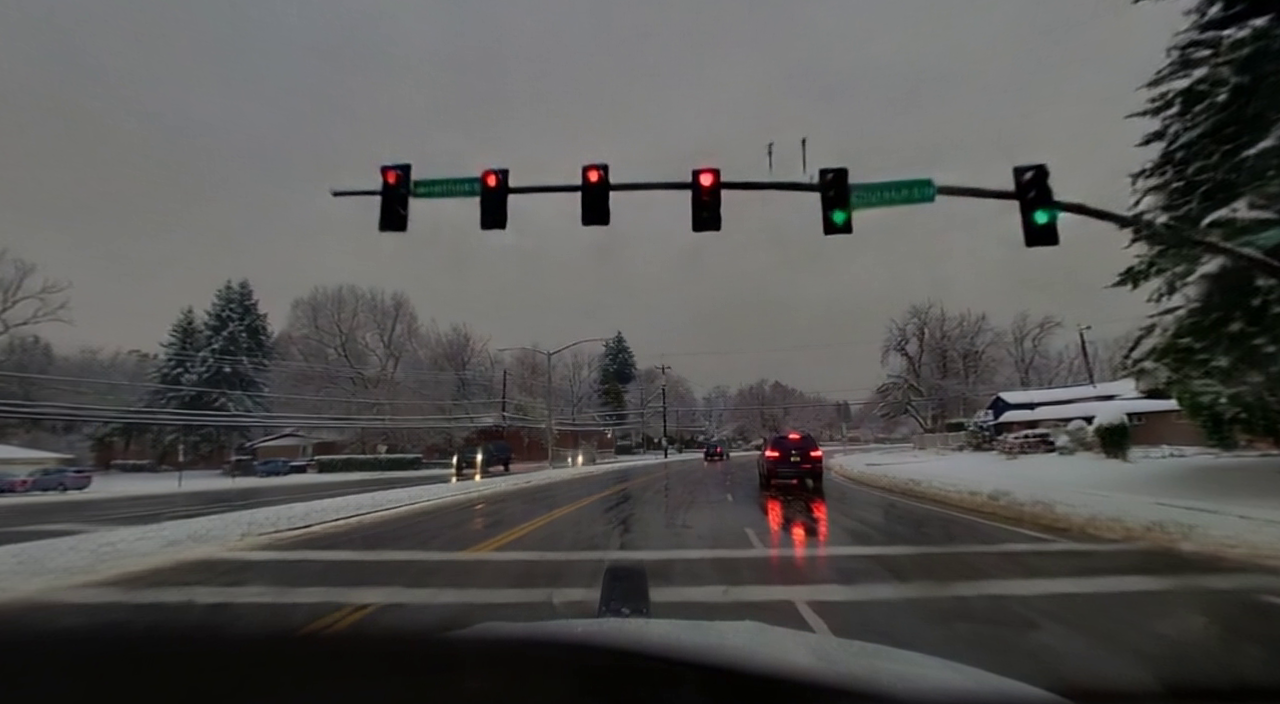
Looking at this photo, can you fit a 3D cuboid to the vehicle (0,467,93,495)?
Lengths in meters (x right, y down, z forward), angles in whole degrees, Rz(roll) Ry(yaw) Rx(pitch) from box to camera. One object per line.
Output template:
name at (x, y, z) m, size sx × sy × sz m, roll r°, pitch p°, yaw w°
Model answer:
vehicle at (-34.493, 7.372, 36.202) m, size 4.283 × 1.478 × 2.003 m, roll 0°, pitch -8°, yaw 2°

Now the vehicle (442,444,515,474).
vehicle at (-11.353, 7.585, 45.019) m, size 2.555 × 2.009 × 6.050 m, roll -2°, pitch -9°, yaw 12°

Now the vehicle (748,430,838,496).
vehicle at (4.740, 3.505, 20.301) m, size 2.141 × 1.833 × 4.704 m, roll -1°, pitch -8°, yaw 6°
